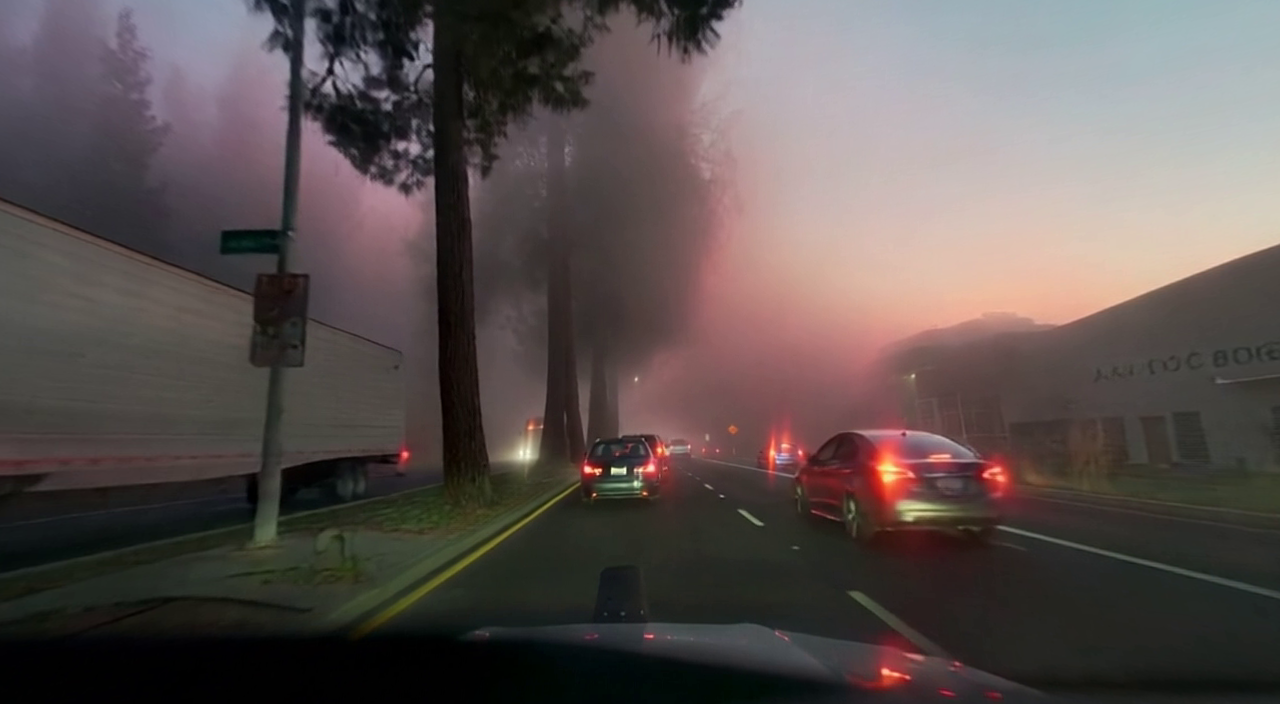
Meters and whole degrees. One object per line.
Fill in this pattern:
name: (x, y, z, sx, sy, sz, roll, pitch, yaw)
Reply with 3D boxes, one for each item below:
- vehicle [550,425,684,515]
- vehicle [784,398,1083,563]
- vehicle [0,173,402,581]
vehicle: (-0.403, 2.360, 12.998, 2.315, 1.563, 4.080, 0, -9, 0)
vehicle: (3.689, 1.718, 9.089, 2.090, 1.763, 4.560, 0, -9, 0)
vehicle: (-8.369, 0.672, 9.338, 3.250, 4.249, 16.263, 0, -9, 0)
